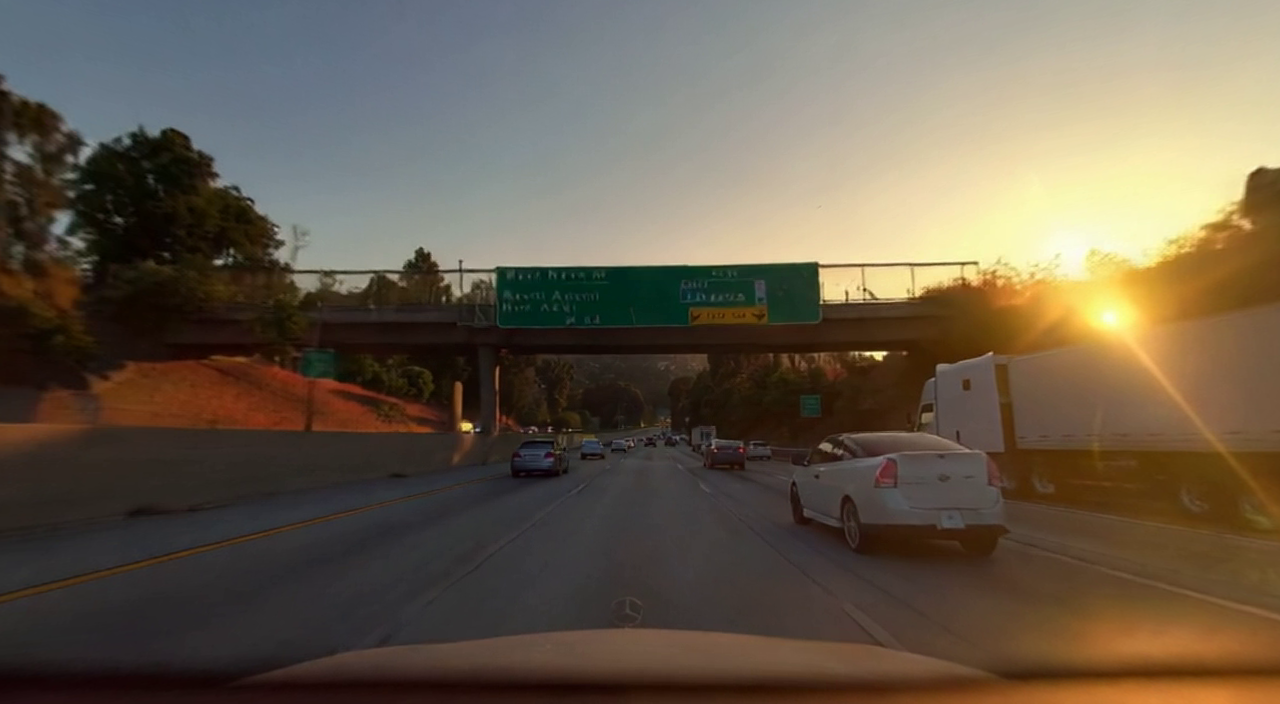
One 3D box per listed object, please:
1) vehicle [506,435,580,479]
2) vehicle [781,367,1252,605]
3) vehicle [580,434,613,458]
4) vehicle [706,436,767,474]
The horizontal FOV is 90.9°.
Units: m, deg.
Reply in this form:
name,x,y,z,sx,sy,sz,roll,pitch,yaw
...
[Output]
name,x,y,z,sx,sy,sz,roll,pitch,yaw
vehicle,-3.489,3.861,23.530,1.978,1.473,4.073,0,-8,2
vehicle,3.689,1.489,7.980,2.517,1.935,5.552,0,-8,0
vehicle,-3.141,6.888,46.338,2.020,1.628,4.248,0,-8,2
vehicle,4.070,4.410,27.172,1.953,1.480,4.053,0,-8,-1
